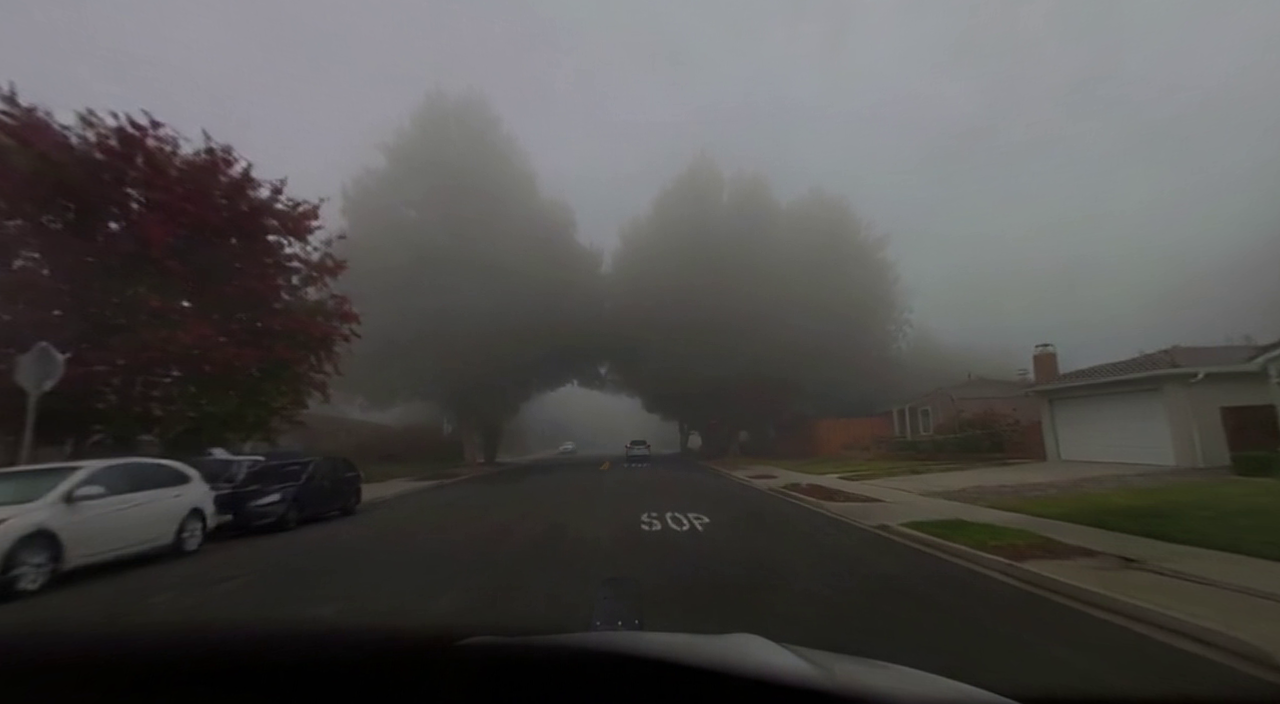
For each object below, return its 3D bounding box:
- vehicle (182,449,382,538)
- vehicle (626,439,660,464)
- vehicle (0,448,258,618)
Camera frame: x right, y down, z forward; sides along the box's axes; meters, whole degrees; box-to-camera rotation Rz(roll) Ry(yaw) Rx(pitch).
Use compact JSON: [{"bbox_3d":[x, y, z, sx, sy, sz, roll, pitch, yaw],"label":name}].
[{"bbox_3d":[-6.971,2.736,12.826,1.789,1.481,3.957,0,-8,-1],"label":"vehicle"},{"bbox_3d":[0.206,6.369,40.441,2.043,1.484,4.340,0,-8,0],"label":"vehicle"},{"bbox_3d":[-6.968,1.945,7.589,1.972,1.543,4.622,0,-8,-2],"label":"vehicle"}]
